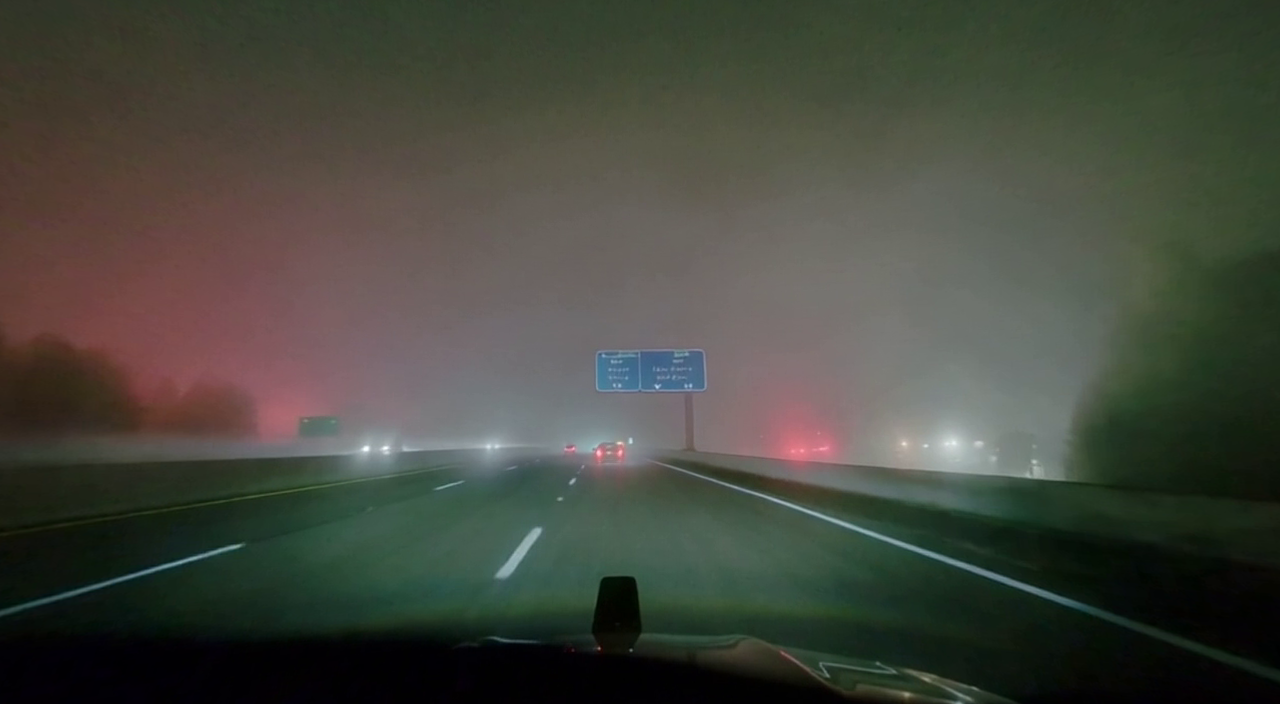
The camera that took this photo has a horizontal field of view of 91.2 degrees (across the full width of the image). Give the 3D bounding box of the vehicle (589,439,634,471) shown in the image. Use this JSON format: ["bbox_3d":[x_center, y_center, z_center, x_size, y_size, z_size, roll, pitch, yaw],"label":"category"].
[{"bbox_3d":[-1.398,5.306,32.433,2.055,1.509,4.255,-1,-9,2],"label":"vehicle"}]

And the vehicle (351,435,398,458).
[{"bbox_3d":[-19.490,6.988,46.214,1.952,1.590,4.398,0,-9,-6],"label":"vehicle"}]
